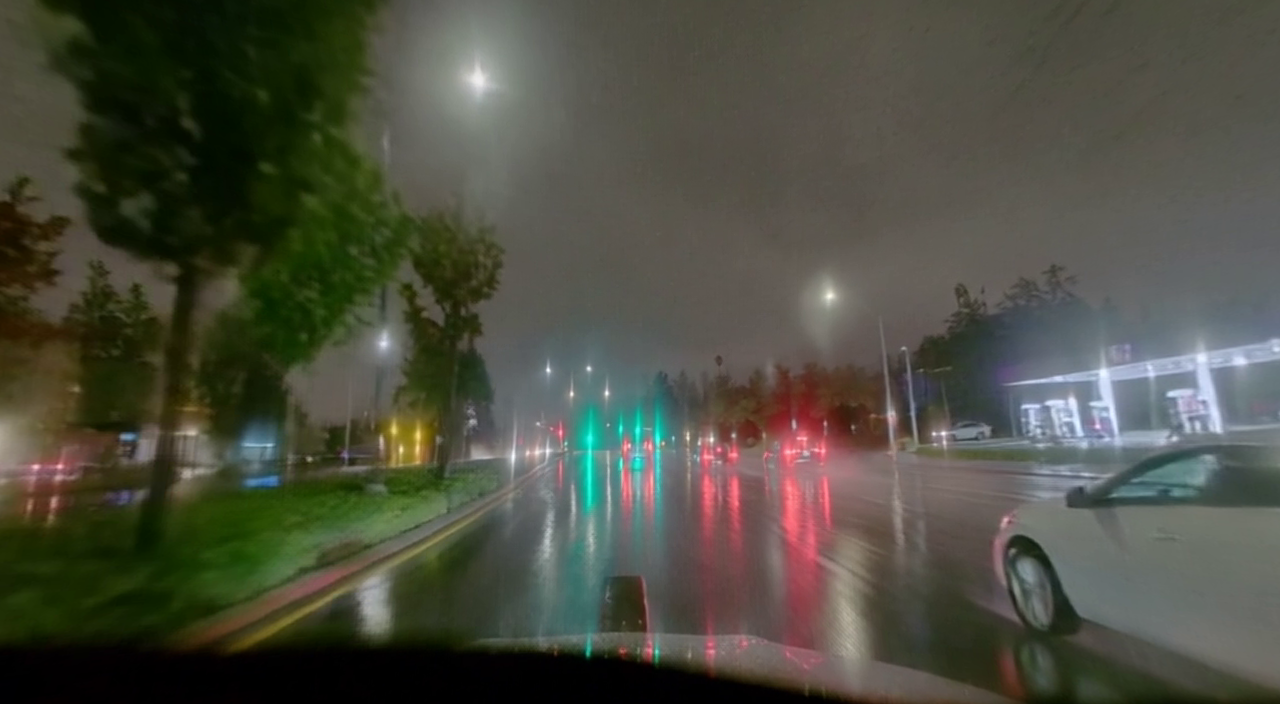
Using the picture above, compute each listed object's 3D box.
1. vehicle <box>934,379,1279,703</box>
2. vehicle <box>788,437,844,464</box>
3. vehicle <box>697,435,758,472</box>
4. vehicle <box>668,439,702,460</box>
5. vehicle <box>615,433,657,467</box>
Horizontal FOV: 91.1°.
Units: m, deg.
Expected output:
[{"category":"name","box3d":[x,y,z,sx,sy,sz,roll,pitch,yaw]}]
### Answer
[{"category":"vehicle","box3d":[3.575,0.940,2.926,2.119,1.509,4.756,0,-8,0]},{"category":"vehicle","box3d":[10.022,5.656,36.129,1.906,1.488,4.251,0,-8,-1]},{"category":"vehicle","box3d":[3.843,4.554,28.259,1.980,1.515,4.362,0,-8,-2]},{"category":"vehicle","box3d":[3.237,7.163,46.140,2.114,1.473,4.495,0,-8,-1]},{"category":"vehicle","box3d":[-0.233,5.350,34.313,2.172,1.694,4.055,0,-8,-1]}]
